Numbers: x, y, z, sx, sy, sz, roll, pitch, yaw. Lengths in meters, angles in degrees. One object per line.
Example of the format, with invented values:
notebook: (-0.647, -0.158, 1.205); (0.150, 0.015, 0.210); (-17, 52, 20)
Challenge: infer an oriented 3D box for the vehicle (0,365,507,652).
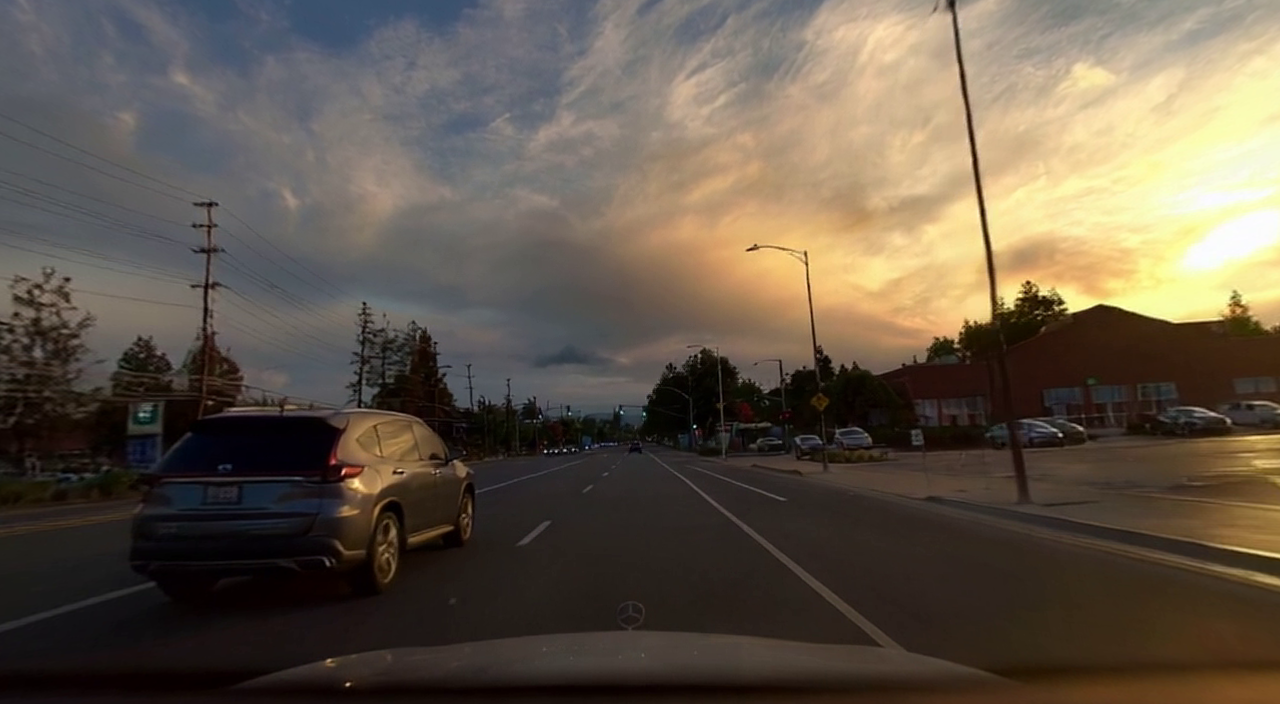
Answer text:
vehicle: (-3.044, 1.345, 6.512); (2.190, 1.844, 4.751); (0, -8, 1)
